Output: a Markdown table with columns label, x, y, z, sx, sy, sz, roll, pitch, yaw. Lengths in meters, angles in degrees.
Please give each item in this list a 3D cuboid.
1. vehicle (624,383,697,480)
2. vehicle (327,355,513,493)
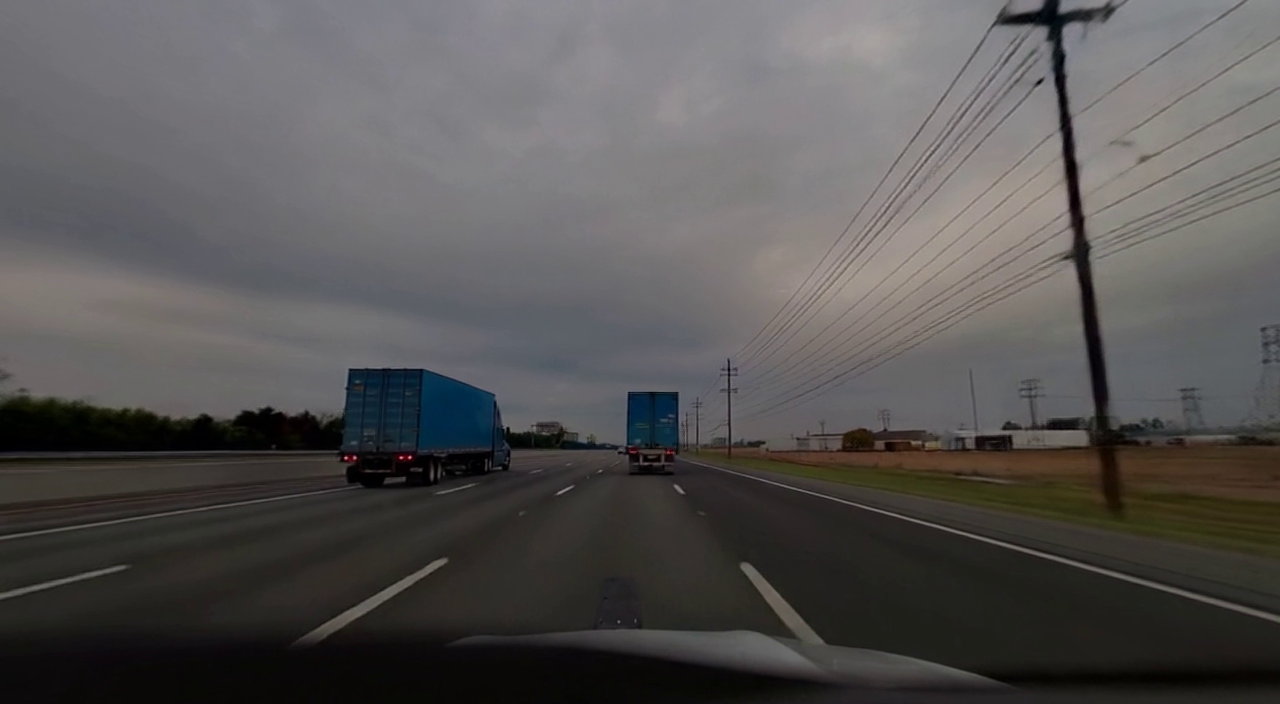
| label | x | y | z | sx | sy | sz | roll | pitch | yaw |
| --- | --- | --- | --- | --- | --- | --- | --- | --- | --- |
| vehicle | 0.801 | 3.909 | 30.300 | 2.858 | 3.847 | 10.034 | 0 | -9 | 0 |
| vehicle | -7.504 | 2.901 | 23.994 | 2.937 | 3.981 | 11.119 | -1 | -8 | 1 |
